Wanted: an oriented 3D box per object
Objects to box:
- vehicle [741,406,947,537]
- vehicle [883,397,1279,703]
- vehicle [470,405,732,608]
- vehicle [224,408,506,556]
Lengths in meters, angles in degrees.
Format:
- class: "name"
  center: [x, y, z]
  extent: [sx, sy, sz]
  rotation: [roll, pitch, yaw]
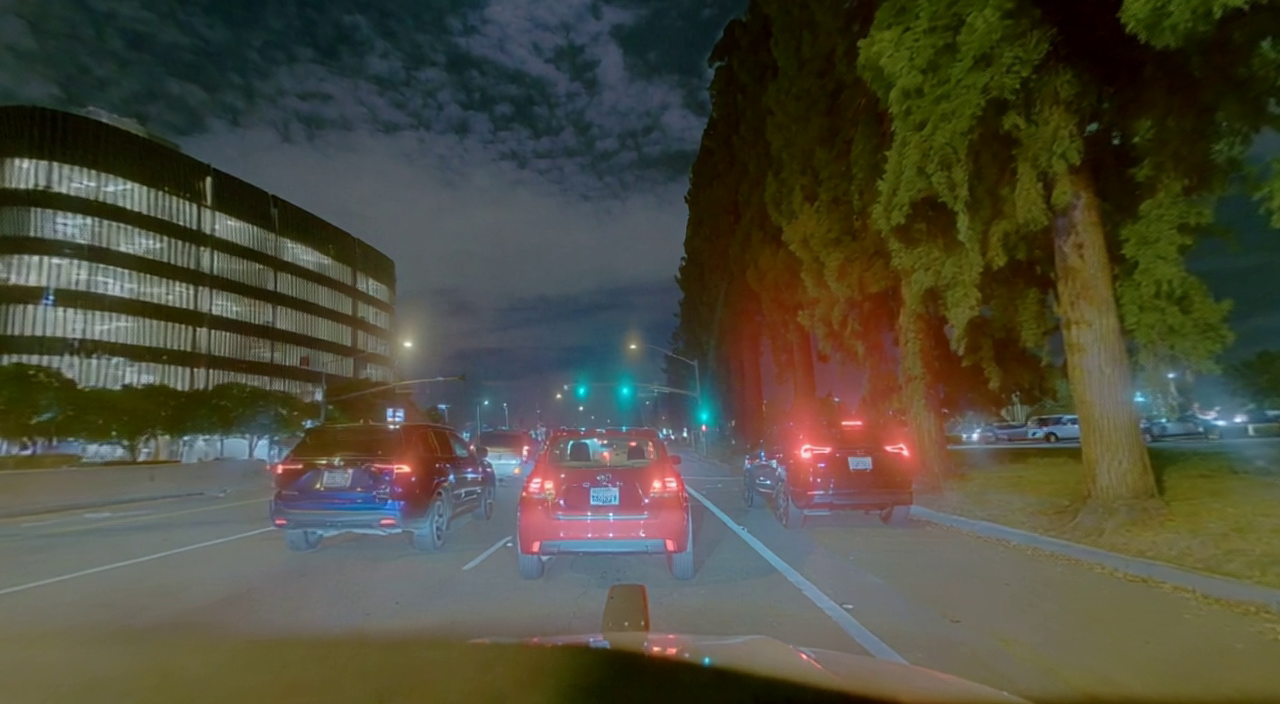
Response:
- class: "vehicle"
  center: [3.335, 2.080, 11.541]
  extent: [2.117, 1.879, 4.715]
  rotation: [0, -8, -1]
- class: "vehicle"
  center: [3.235, 1.069, 3.374]
  extent: [2.045, 1.459, 4.462]
  rotation: [0, -8, -1]
- class: "vehicle"
  center: [-0.362, 1.583, 7.420]
  extent: [2.114, 1.631, 4.459]
  rotation: [0, -8, -1]
- class: "vehicle"
  center: [-3.763, 1.886, 9.889]
  extent: [2.141, 1.718, 4.809]
  rotation: [0, -8, 1]
